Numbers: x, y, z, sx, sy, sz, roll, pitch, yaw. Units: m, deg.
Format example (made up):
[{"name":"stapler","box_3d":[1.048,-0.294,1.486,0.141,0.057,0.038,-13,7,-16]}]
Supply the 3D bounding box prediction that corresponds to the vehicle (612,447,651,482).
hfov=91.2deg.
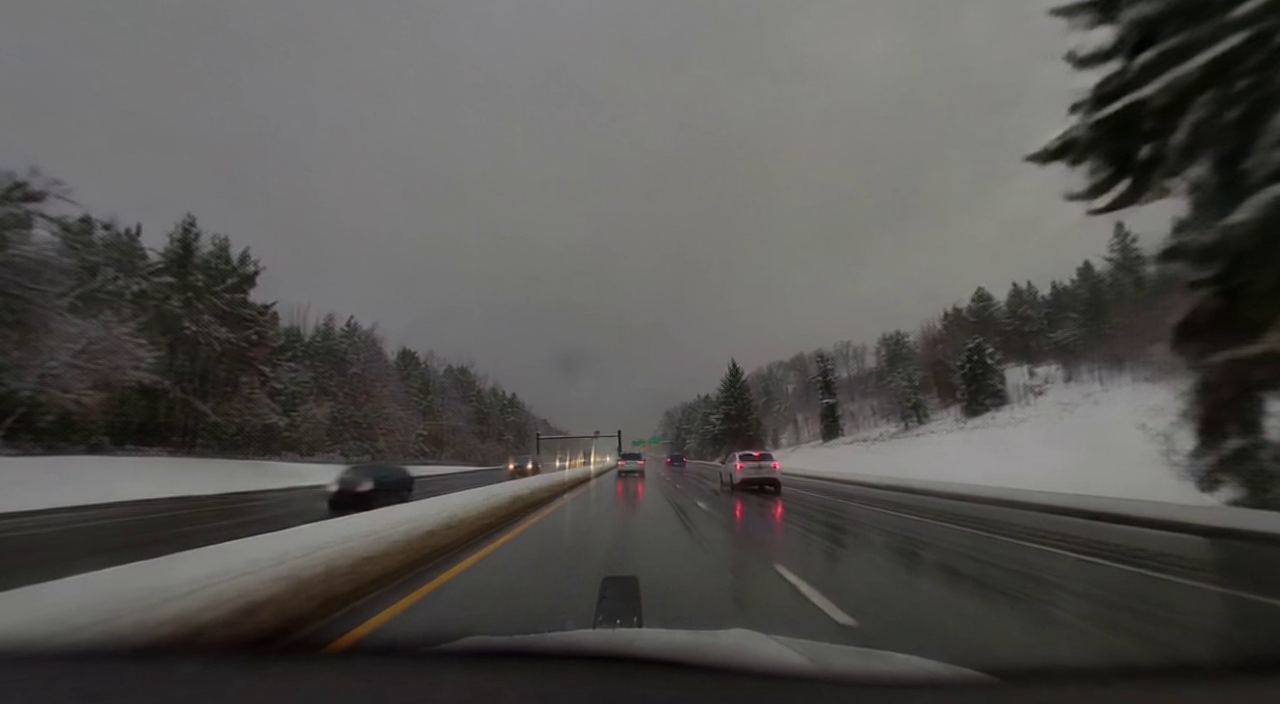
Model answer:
[{"name":"vehicle","box_3d":[-0.413,5.914,33.092,1.937,1.699,3.936,-1,-9,0]}]

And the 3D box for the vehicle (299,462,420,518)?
[{"name":"vehicle","box_3d":[-9.245,4.566,21.176,1.935,1.532,4.629,-1,-9,0]}]

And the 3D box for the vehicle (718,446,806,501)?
[{"name":"vehicle","box_3d":[3.709,3.777,19.876,1.843,1.505,4.339,0,-9,-1]}]

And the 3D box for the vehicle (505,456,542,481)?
[{"name":"vehicle","box_3d":[-9.005,9.023,48.865,1.932,1.738,4.571,-1,-9,1]}]
